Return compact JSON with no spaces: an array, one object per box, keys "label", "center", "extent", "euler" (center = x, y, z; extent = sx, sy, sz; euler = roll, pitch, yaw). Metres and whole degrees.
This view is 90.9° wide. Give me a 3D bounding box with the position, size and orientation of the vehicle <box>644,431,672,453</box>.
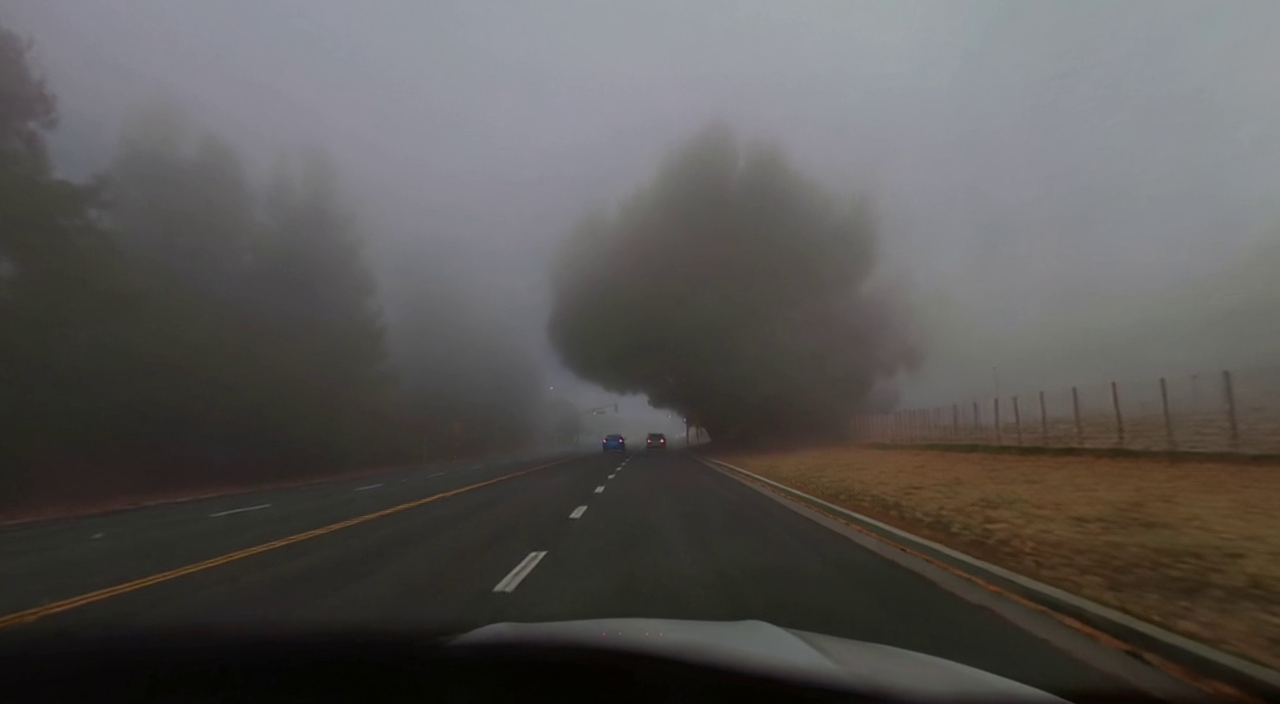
[{"label":"vehicle","center":[1.374,7.115,49.802],"extent":[2.127,1.665,3.993],"euler":[0,-8,0]}]
